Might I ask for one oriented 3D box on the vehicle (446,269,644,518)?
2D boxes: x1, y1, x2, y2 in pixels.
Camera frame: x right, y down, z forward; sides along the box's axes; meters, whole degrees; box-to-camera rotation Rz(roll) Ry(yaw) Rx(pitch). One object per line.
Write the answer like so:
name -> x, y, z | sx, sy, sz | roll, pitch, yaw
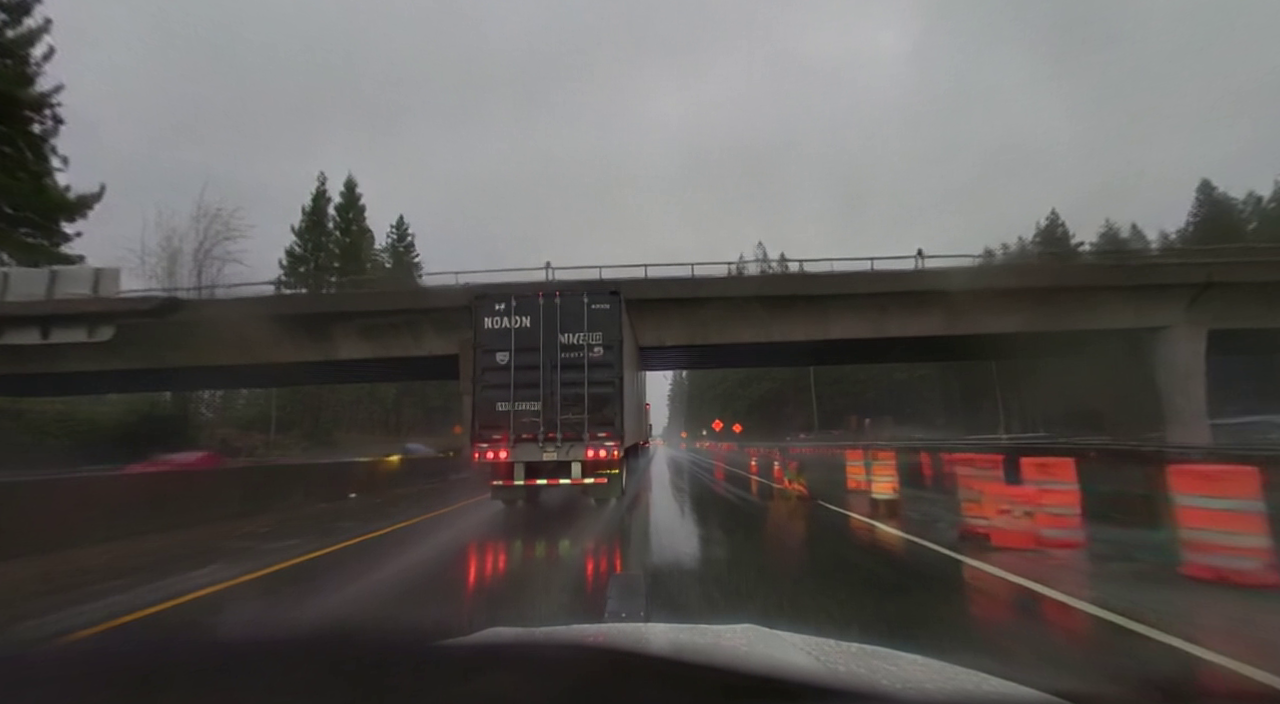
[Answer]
vehicle -> -1.446, 1.808, 18.362 | 2.873, 4.060, 16.327 | 0, -8, 1
